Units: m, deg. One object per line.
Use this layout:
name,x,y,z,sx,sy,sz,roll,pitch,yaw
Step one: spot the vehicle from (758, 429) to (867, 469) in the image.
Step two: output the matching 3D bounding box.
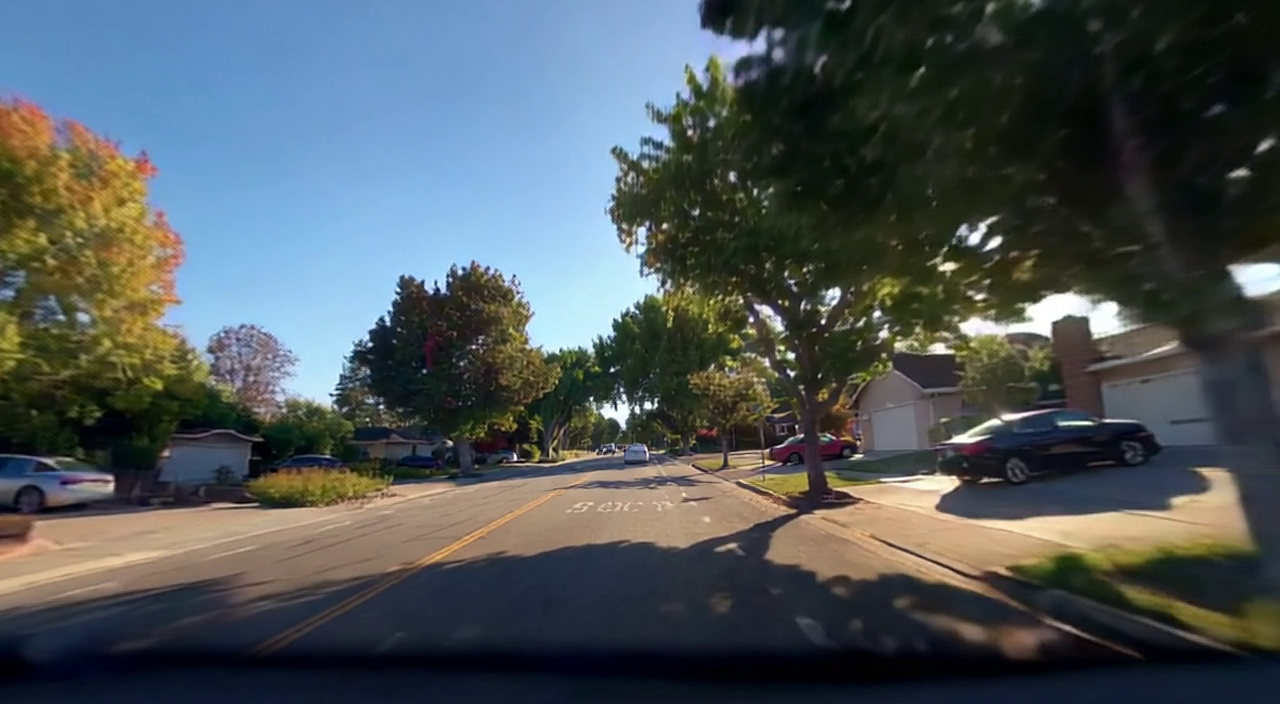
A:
vehicle,8.621,4.880,31.912,4.740,1.467,2.074,-5,-9,-3

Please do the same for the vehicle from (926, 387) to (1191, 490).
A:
vehicle,9.545,2.027,14.712,4.634,1.723,1.966,-6,-9,-2

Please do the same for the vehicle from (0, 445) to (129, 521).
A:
vehicle,-17.071,3.494,17.158,4.463,1.917,1.970,1,-9,-5

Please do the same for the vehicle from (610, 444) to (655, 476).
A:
vehicle,-0.361,5.433,31.883,2.098,1.483,4.099,0,-9,0
